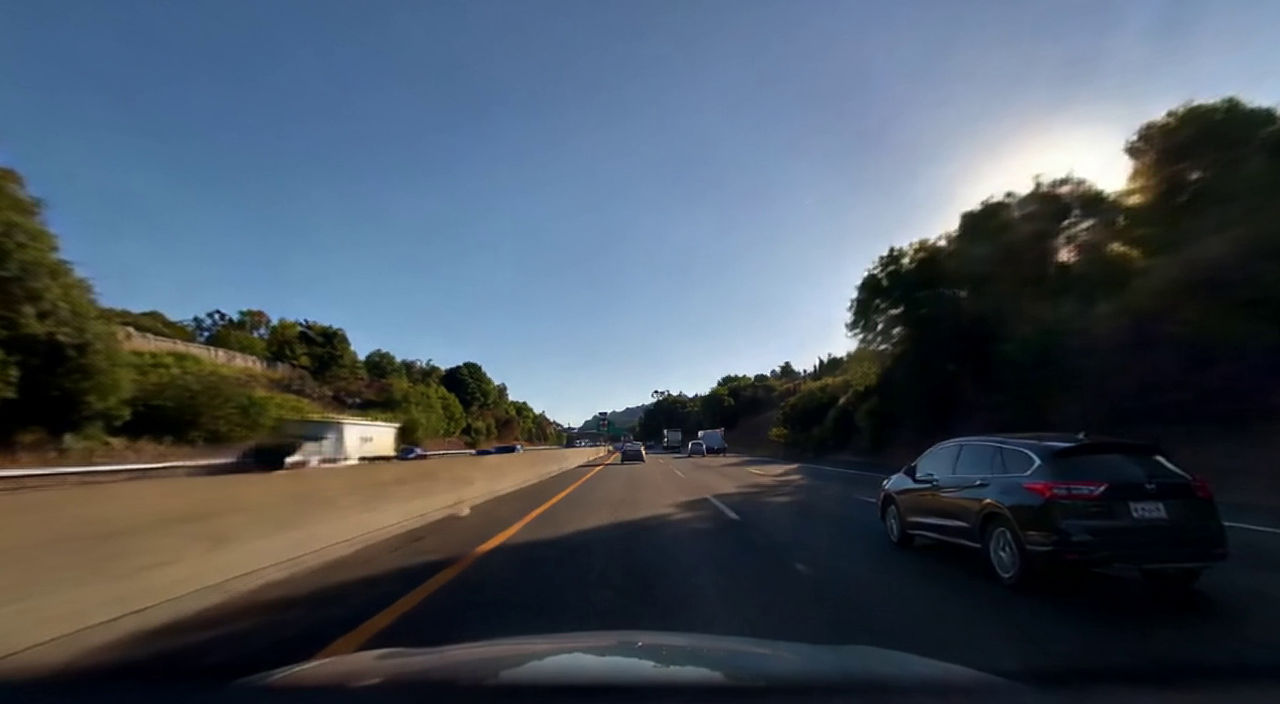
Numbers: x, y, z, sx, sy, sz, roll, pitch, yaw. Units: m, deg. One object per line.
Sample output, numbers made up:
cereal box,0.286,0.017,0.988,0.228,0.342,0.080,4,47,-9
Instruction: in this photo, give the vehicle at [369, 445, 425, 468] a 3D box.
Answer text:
vehicle,-15.666,6.730,40.815,1.916,1.340,4.281,0,-8,0

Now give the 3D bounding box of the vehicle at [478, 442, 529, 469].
vehicle,-7.877,5.996,36.825,1.929,1.456,4.458,0,-8,1

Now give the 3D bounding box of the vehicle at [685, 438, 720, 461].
vehicle,4.340,6.822,44.464,1.995,1.556,3.893,0,-8,-2

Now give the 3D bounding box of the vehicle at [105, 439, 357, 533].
vehicle,-7.763,2.526,12.700,2.012,1.521,4.593,0,-8,0

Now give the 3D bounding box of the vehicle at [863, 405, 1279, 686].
vehicle,3.940,1.364,5.825,1.961,1.495,4.743,0,-8,-1

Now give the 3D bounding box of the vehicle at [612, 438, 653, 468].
vehicle,-0.411,5.319,33.455,2.055,1.466,4.317,0,-8,-1
